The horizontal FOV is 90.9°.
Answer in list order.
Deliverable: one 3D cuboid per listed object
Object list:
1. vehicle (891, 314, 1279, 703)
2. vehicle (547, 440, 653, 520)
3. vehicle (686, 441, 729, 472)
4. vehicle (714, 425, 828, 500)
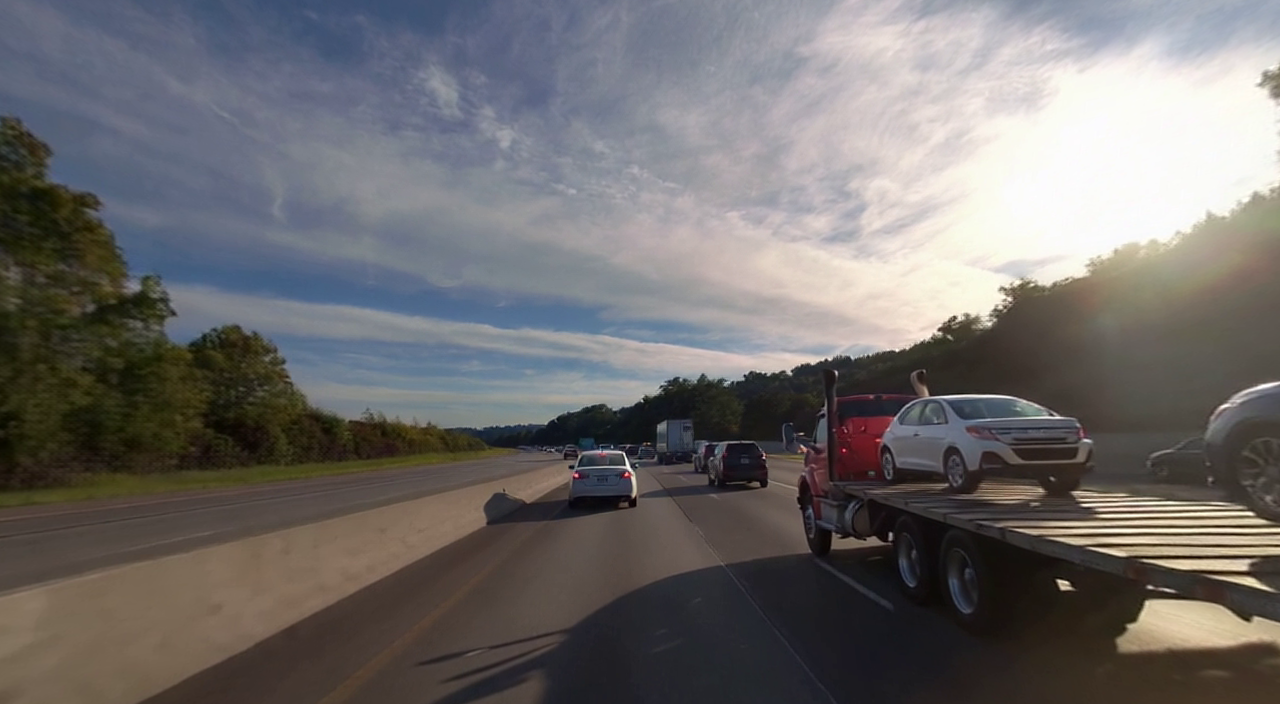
[{"bbox_3d":[3.448,0.973,3.837,1.959,1.783,4.407,0,-9,0],"label":"vehicle"},{"bbox_3d":[-0.734,2.693,13.674,1.991,1.466,3.675,0,-9,0],"label":"vehicle"},{"bbox_3d":[3.768,5.969,36.008,1.938,1.660,4.223,0,-9,-1],"label":"vehicle"},{"bbox_3d":[3.536,3.097,17.902,2.303,1.889,3.920,0,-9,-1],"label":"vehicle"}]
